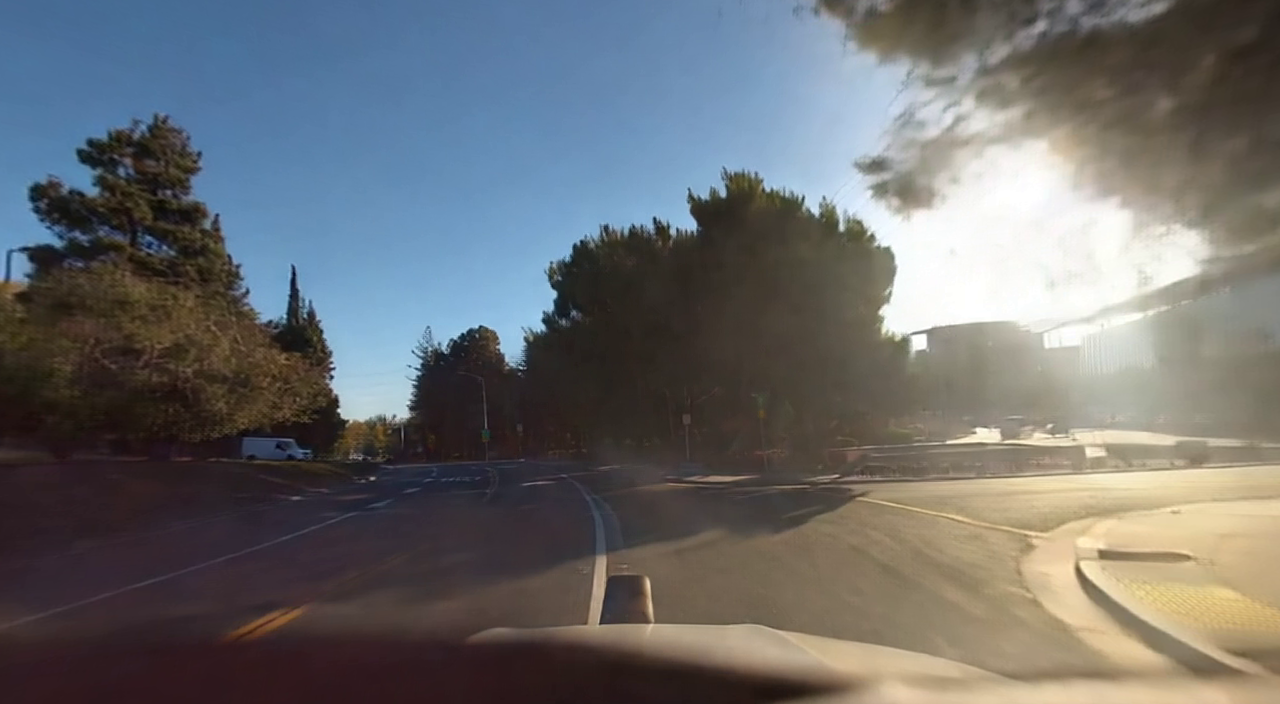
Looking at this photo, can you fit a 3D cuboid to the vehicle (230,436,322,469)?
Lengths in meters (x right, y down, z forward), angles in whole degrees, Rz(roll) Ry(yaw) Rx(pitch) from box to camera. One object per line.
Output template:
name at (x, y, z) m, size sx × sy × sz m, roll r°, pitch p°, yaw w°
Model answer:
vehicle at (-23.118, 6.362, 40.062) m, size 4.699 × 1.996 × 2.116 m, roll -2°, pitch -8°, yaw 11°
